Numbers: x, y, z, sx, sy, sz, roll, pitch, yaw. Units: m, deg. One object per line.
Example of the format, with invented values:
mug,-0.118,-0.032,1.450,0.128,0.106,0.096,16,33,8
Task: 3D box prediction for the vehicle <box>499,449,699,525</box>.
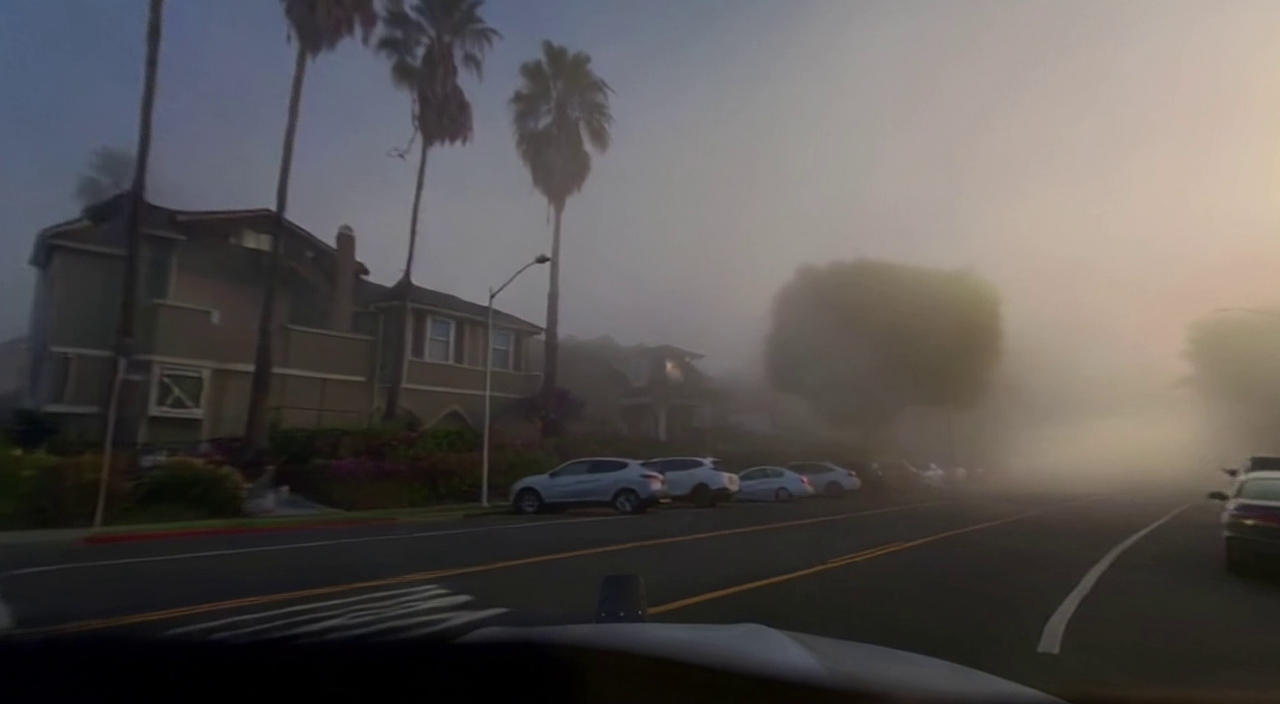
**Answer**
vehicle,-1.094,3.466,16.746,4.866,1.752,1.998,-4,-10,24
